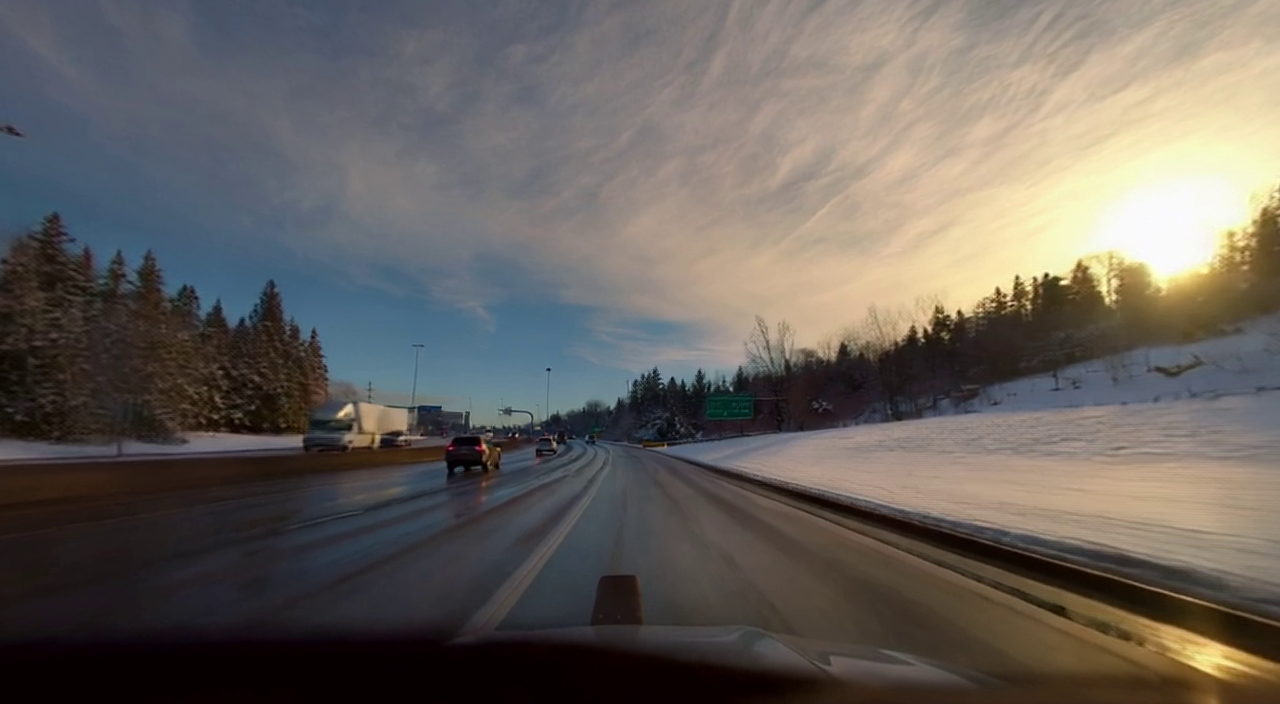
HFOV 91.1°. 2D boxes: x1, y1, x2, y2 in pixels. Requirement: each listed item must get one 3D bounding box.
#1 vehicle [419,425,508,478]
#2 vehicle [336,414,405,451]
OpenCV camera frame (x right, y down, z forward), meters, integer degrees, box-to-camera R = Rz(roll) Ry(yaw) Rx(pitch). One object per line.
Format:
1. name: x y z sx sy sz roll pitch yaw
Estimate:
1. vehicle: -6.874 3.906 25.075 2.188 1.896 4.810 0 -8 -1
2. vehicle: -18.942 5.710 44.511 2.308 2.474 5.555 0 -8 1
